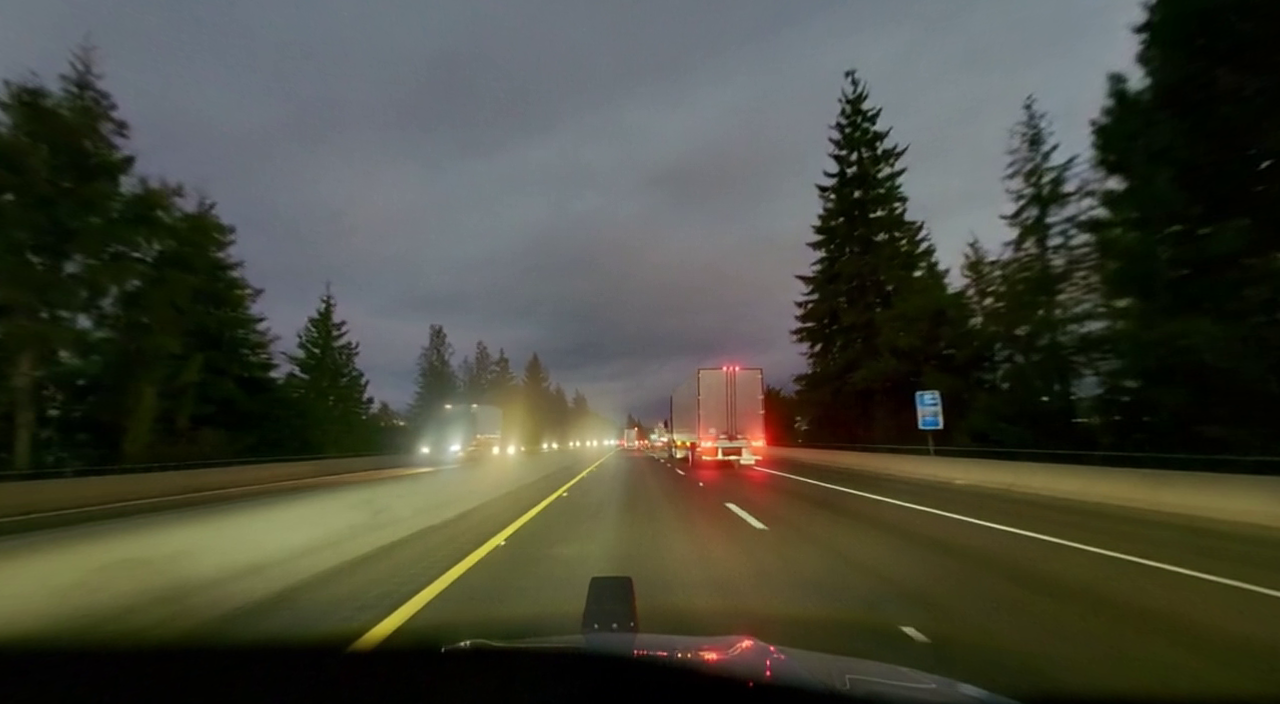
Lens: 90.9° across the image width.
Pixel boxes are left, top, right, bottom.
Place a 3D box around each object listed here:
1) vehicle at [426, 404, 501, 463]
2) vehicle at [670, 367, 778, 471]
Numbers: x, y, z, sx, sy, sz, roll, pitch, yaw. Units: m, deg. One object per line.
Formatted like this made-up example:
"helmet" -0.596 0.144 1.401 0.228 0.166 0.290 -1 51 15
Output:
"vehicle" -13.207 6.265 48.196 2.952 4.048 10.005 0 -8 -1
"vehicle" 3.549 3.487 31.146 3.038 3.975 13.887 0 -8 -1
